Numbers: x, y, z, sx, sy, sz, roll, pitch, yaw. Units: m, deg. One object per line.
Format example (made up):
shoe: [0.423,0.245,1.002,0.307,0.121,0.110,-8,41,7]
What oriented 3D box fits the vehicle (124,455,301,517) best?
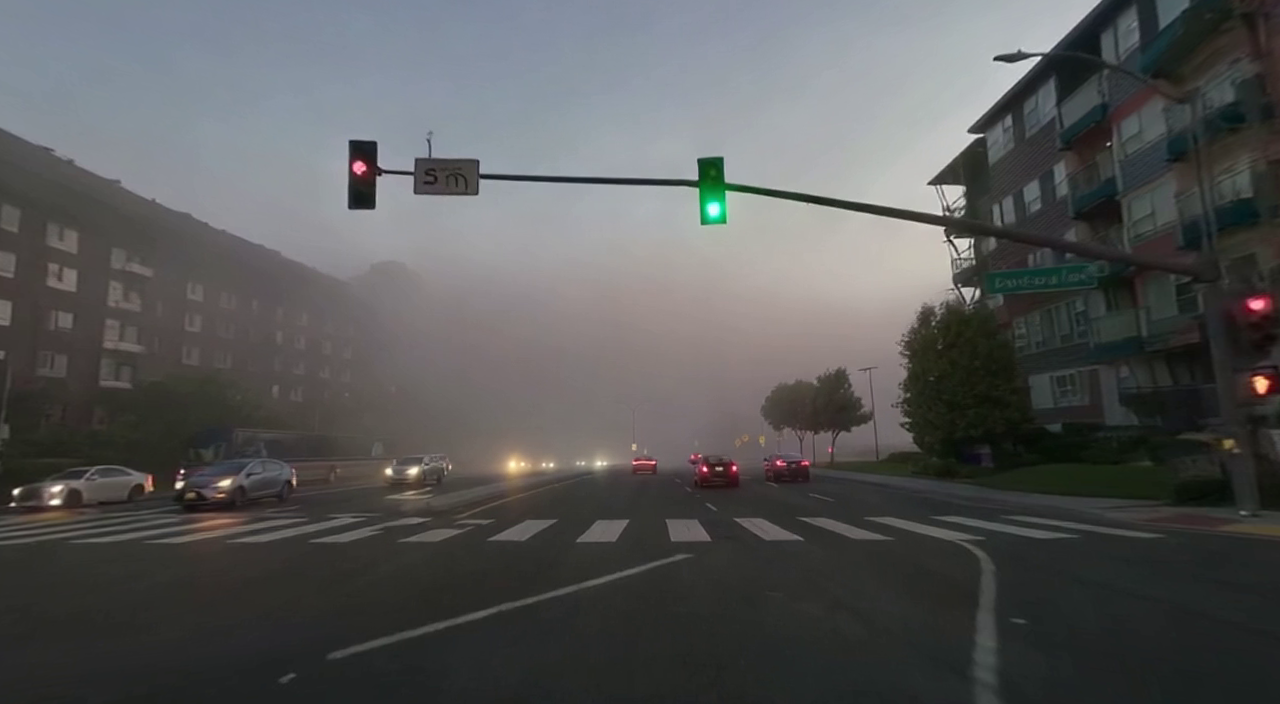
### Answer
vehicle: [-11.894,3.717,17.995,2.026,1.478,4.086,-1,-9,3]

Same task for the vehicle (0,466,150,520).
vehicle: [-18.802,4.542,20.788,1.803,1.436,4.285,-1,-9,2]

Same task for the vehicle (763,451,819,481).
vehicle: [7.844,5.931,33.168,1.932,1.439,4.159,0,-9,0]

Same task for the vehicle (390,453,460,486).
vehicle: [-11.237,6.146,33.345,1.919,1.602,4.346,-1,-9,3]

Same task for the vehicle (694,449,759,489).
vehicle: [3.490,4.807,26.389,2.020,1.479,4.650,0,-9,0]

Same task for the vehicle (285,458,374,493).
vehicle: [-14.806,5.895,30.427,1.918,1.485,4.412,-1,-9,2]
